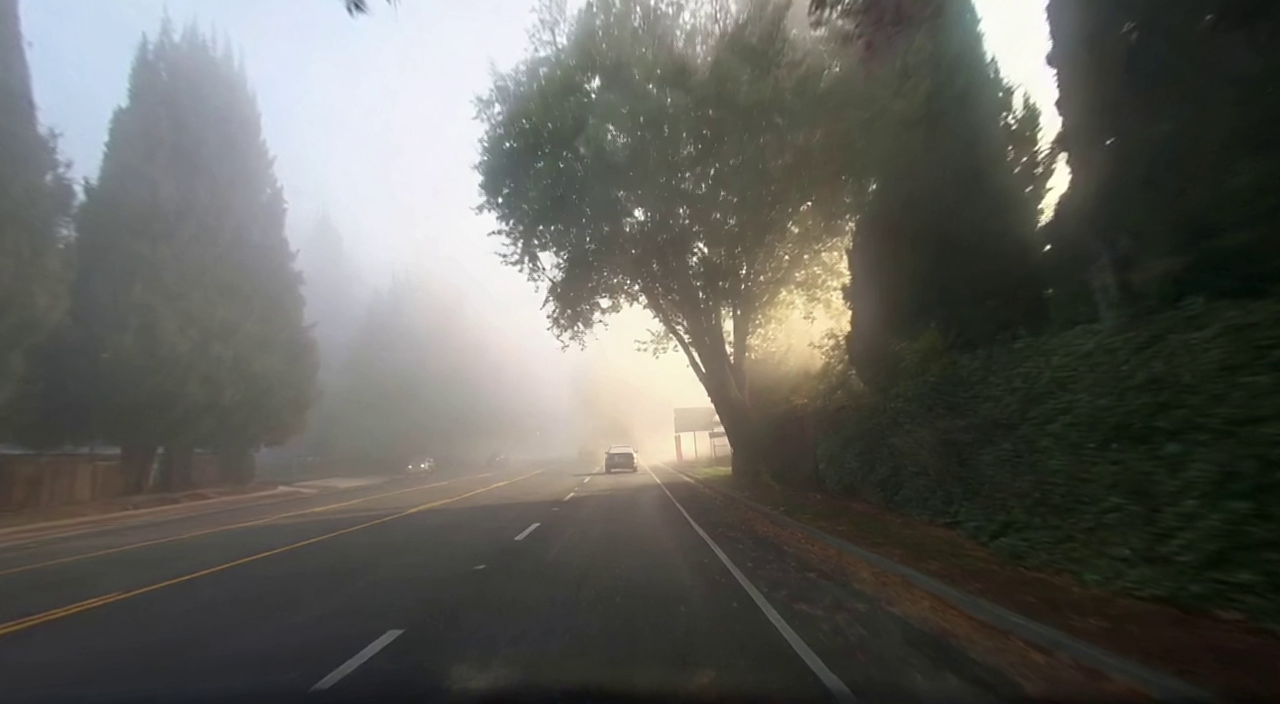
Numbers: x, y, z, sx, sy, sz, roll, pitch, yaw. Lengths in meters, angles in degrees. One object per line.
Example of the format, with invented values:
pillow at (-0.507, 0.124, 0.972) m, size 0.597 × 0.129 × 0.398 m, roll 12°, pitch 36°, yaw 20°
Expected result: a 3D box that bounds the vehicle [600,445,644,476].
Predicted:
vehicle at (-0.900, 5.539, 32.511) m, size 2.111 × 1.466 × 4.223 m, roll 0°, pitch -9°, yaw -1°
